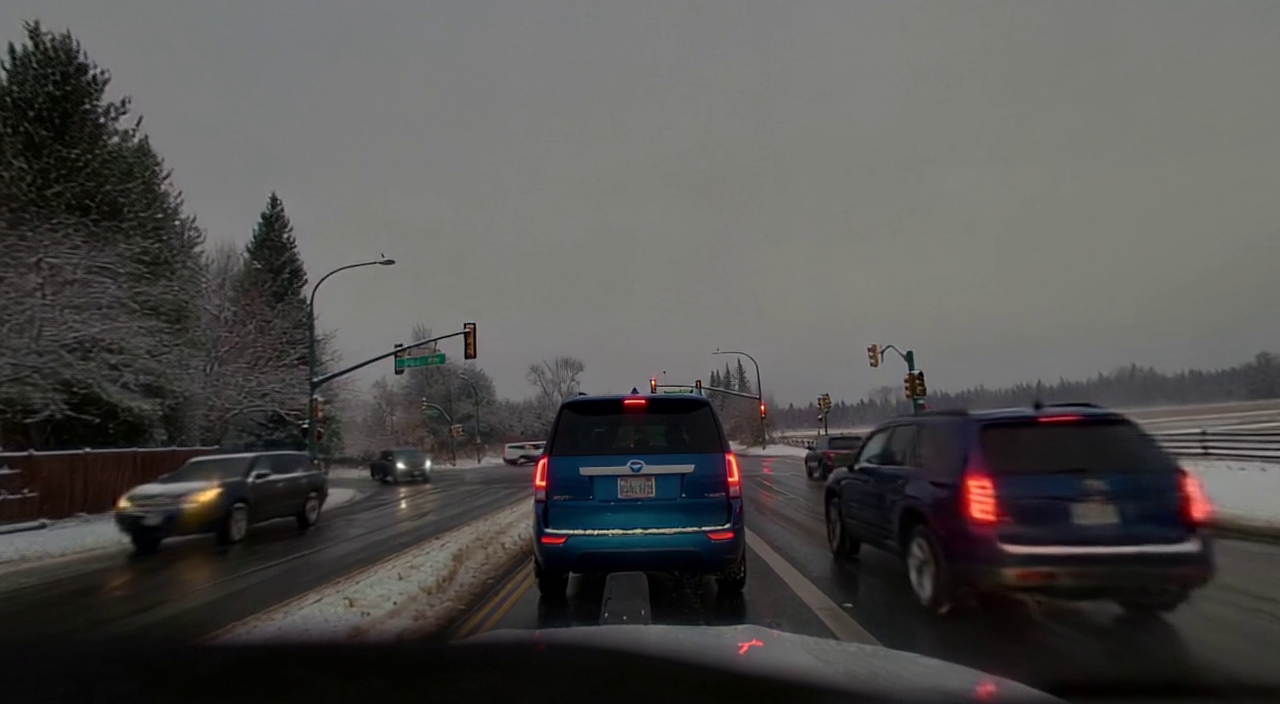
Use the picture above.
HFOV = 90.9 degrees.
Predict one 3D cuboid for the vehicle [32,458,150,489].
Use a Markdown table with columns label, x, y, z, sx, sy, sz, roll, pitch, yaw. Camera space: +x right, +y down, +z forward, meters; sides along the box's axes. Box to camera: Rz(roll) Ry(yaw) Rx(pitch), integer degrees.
| label | x | y | z | sx | sy | sz | roll | pitch | yaw |
| --- | --- | --- | --- | --- | --- | --- | --- | --- | --- |
| vehicle | -30.958 | 6.827 | 35.657 | 4.605 | 1.626 | 2.251 | 0 | -8 | 2 |

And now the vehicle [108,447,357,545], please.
| label | x | y | z | sx | sy | sz | roll | pitch | yaw |
| --- | --- | --- | --- | --- | --- | --- | --- | --- | --- |
| vehicle | -7.919 | 2.780 | 12.987 | 2.192 | 1.606 | 4.510 | 0 | -8 | -2 |

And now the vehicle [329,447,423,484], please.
| label | x | y | z | sx | sy | sz | roll | pitch | yaw |
| --- | --- | --- | --- | --- | --- | --- | --- | --- | --- |
| vehicle | -13.212 | 5.615 | 31.514 | 4.608 | 1.680 | 2.026 | -6 | -10 | 33 |

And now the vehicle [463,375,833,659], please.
| label | x | y | z | sx | sy | sz | roll | pitch | yaw |
| --- | --- | --- | --- | --- | --- | --- | --- | --- | --- |
| vehicle | 0.040 | 1.331 | 6.093 | 2.298 | 1.770 | 4.138 | 0 | -8 | 0 |

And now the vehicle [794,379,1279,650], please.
| label | x | y | z | sx | sy | sz | roll | pitch | yaw |
| --- | --- | --- | --- | --- | --- | --- | --- | --- | --- |
| vehicle | 3.273 | 1.347 | 6.281 | 2.340 | 1.693 | 4.516 | 0 | -8 | 0 |
